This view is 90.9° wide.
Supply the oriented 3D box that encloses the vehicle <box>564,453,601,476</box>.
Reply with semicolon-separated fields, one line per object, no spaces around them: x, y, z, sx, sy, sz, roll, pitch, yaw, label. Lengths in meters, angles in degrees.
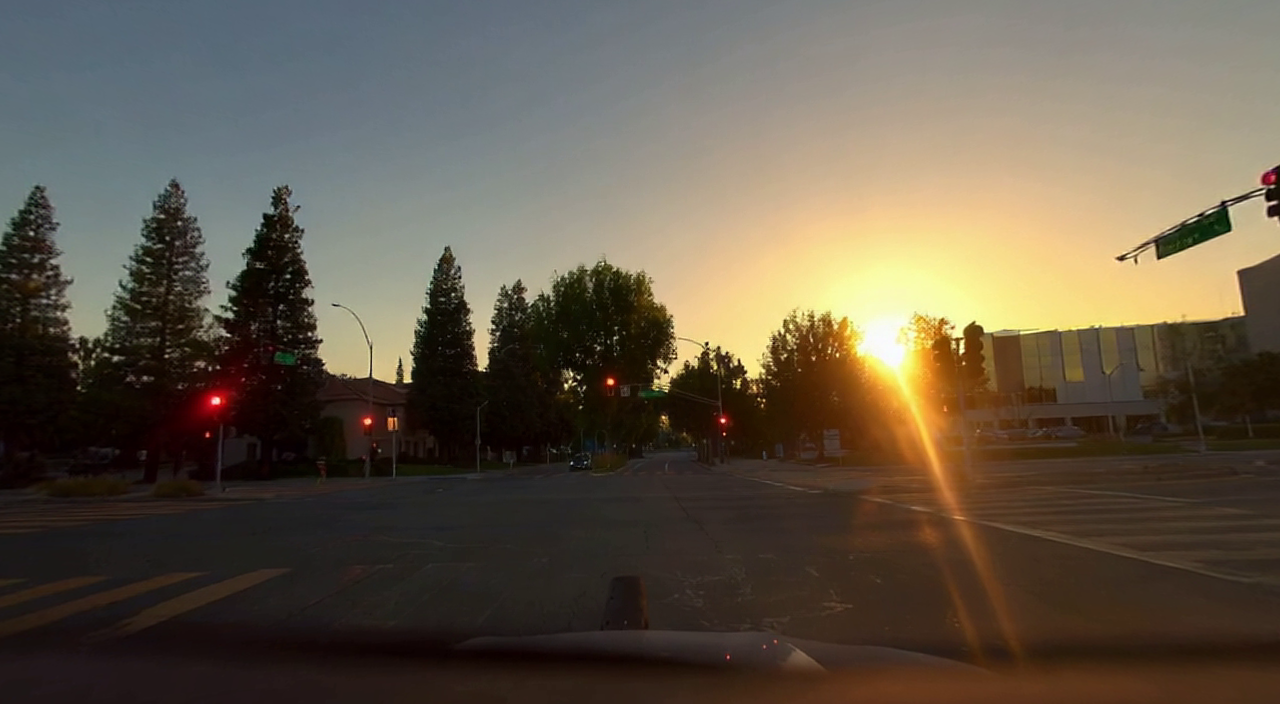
-4.464;8.858;49.865;2.030;1.704;4.205;-1;-8;7;vehicle
